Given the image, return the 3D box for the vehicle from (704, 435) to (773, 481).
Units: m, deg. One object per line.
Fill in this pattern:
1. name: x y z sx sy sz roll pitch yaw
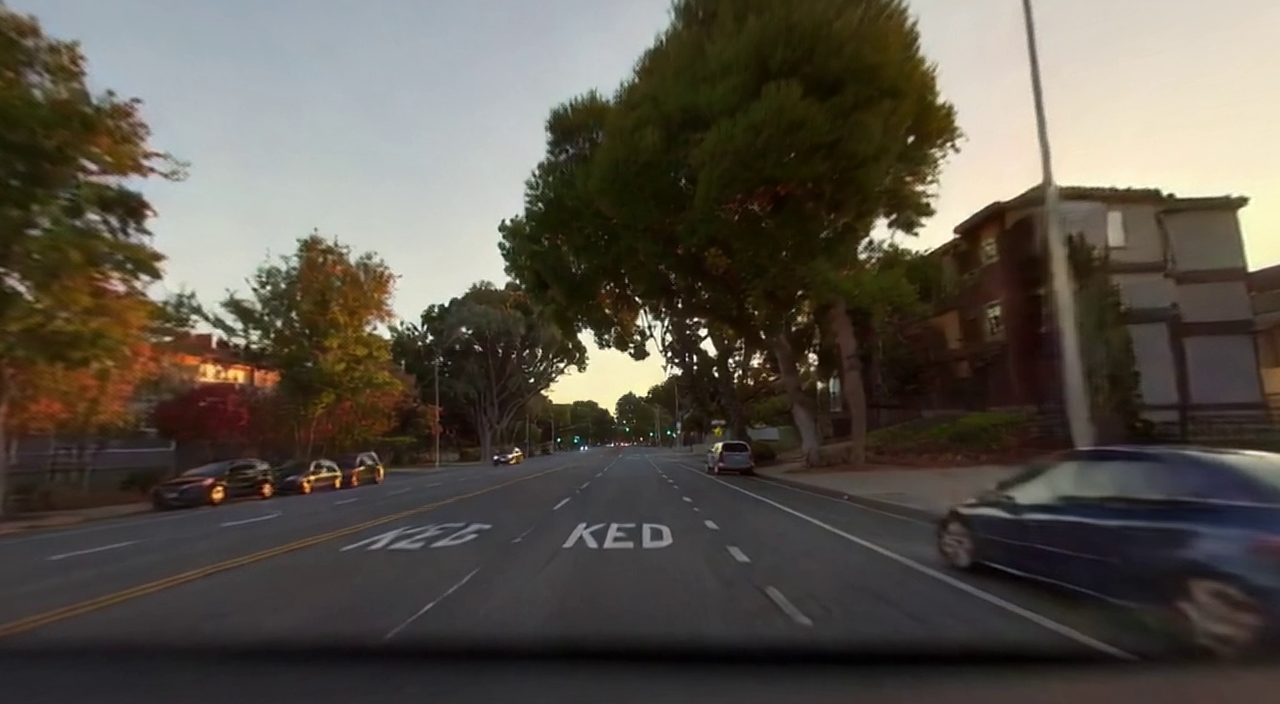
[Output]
1. vehicle: 4.074 4.490 27.059 2.220 1.752 4.782 0 -8 0

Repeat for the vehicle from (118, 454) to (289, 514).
1. vehicle: -14.069 4.230 20.848 2.163 1.641 4.875 0 -8 0

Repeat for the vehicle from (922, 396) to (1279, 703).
1. vehicle: 4.136 1.232 4.396 2.127 1.619 4.832 0 -8 0

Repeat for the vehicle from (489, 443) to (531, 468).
1. vehicle: -9.864 7.889 48.361 2.252 1.737 4.544 0 -8 0

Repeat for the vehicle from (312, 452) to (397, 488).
1. vehicle: -14.085 5.816 31.523 1.983 1.608 4.699 0 -8 1
